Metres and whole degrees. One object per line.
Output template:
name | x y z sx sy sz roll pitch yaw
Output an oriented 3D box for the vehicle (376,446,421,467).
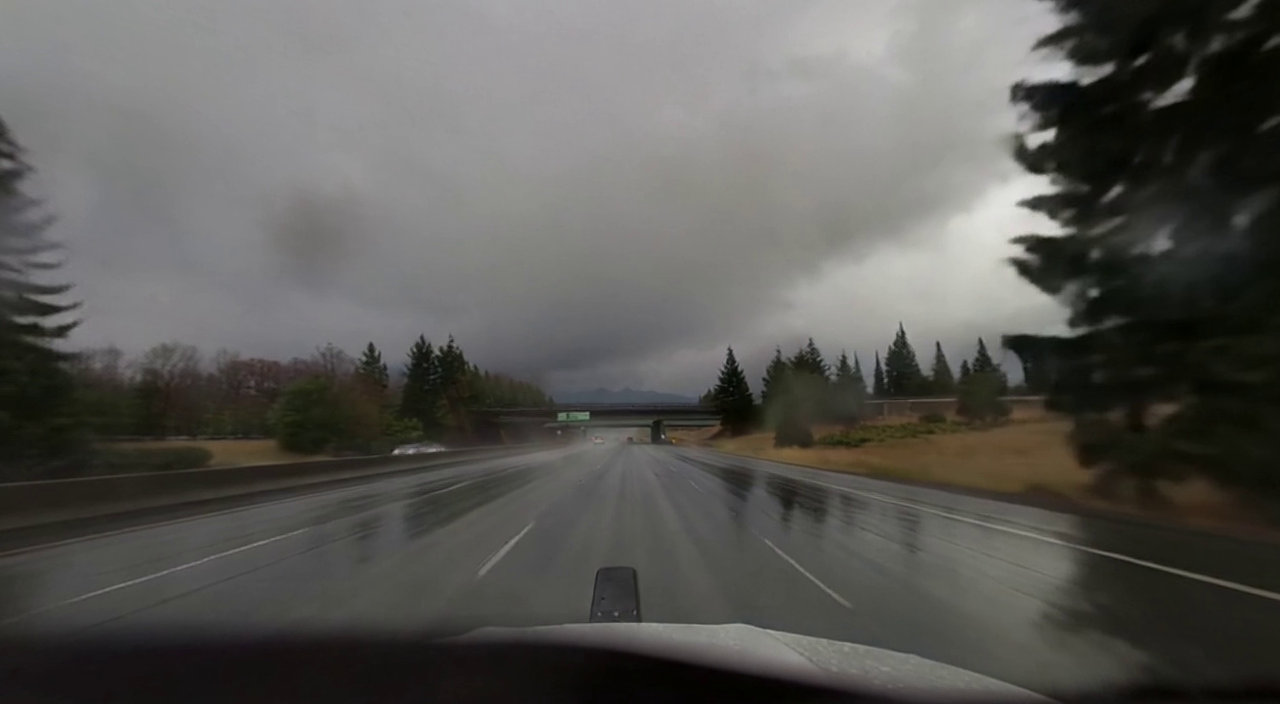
vehicle | -18.064 7.834 47.316 1.817 1.435 4.153 0 -8 -1
